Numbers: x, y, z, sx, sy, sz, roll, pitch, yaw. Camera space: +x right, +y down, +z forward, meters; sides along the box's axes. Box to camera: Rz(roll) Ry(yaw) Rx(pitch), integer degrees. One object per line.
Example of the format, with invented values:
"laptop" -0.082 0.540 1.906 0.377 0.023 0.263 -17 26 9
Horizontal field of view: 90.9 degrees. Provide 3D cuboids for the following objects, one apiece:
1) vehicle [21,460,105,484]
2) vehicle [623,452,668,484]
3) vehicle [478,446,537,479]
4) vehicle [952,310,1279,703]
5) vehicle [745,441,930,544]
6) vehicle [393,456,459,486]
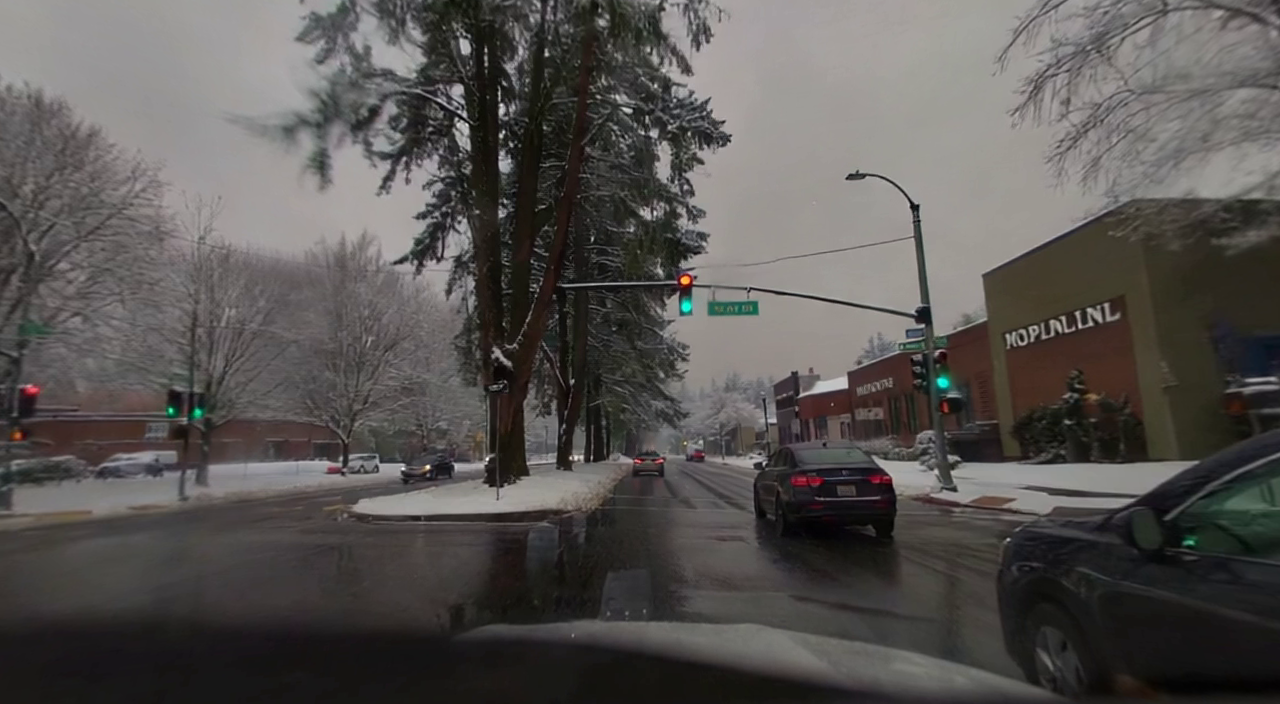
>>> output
"vehicle" -44.392 9.238 48.567 4.430 1.765 2.075 0 -8 1
"vehicle" 0.239 5.376 29.463 1.945 1.343 3.827 0 -8 0
"vehicle" -8.179 6.852 39.557 2.329 1.921 5.842 0 -8 1
"vehicle" 3.099 0.724 1.810 2.143 1.759 4.531 0 -8 1
"vehicle" 3.285 2.398 11.454 1.989 1.498 4.050 0 -8 -1
"vehicle" -11.949 6.642 35.507 2.022 1.459 4.670 0 -8 1
